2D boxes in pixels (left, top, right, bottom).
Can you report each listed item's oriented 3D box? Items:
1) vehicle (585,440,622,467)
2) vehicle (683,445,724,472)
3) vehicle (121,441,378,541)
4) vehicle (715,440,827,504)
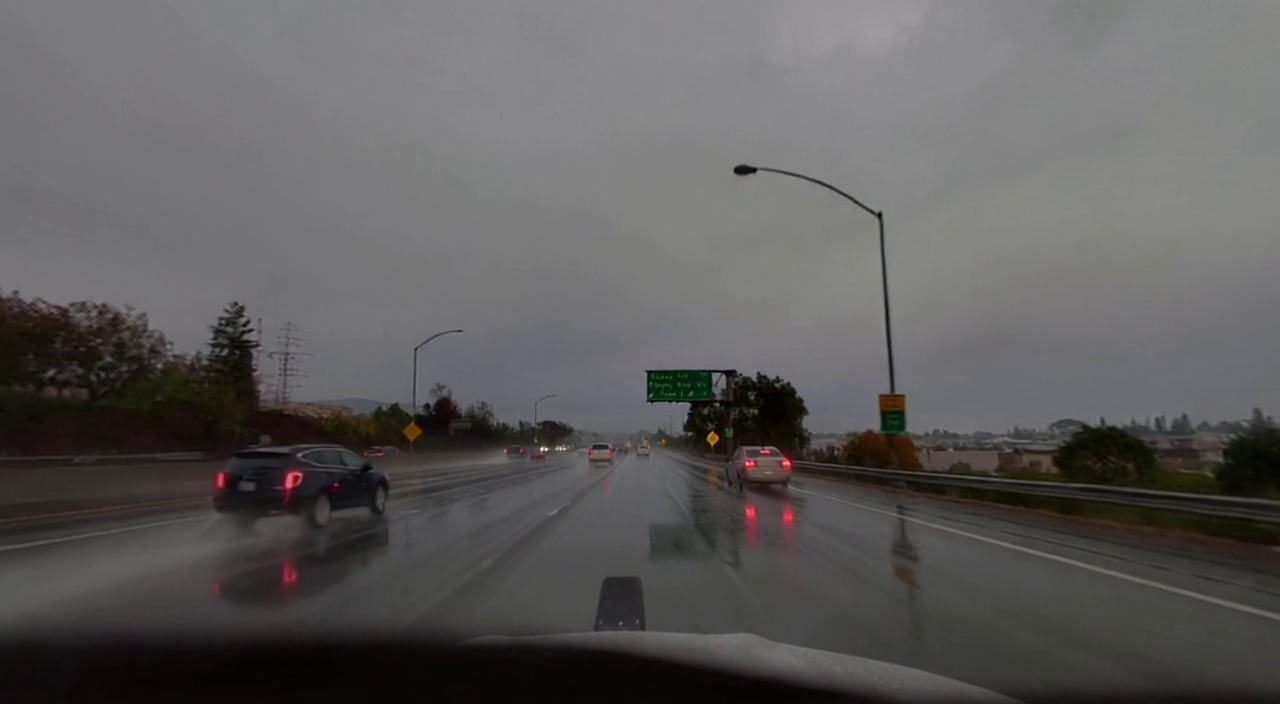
[{"bbox_3d":[-2.746,7.846,48.740,2.449,1.929,5.503,0,-9,0],"label":"vehicle"},{"bbox_3d":[3.729,6.327,37.558,1.929,1.485,4.482,0,-9,0],"label":"vehicle"},{"bbox_3d":[-7.080,2.516,12.197,1.977,1.529,4.616,0,-9,0],"label":"vehicle"},{"bbox_3d":[3.445,3.251,17.546,2.126,1.529,4.438,0,-9,0],"label":"vehicle"}]
